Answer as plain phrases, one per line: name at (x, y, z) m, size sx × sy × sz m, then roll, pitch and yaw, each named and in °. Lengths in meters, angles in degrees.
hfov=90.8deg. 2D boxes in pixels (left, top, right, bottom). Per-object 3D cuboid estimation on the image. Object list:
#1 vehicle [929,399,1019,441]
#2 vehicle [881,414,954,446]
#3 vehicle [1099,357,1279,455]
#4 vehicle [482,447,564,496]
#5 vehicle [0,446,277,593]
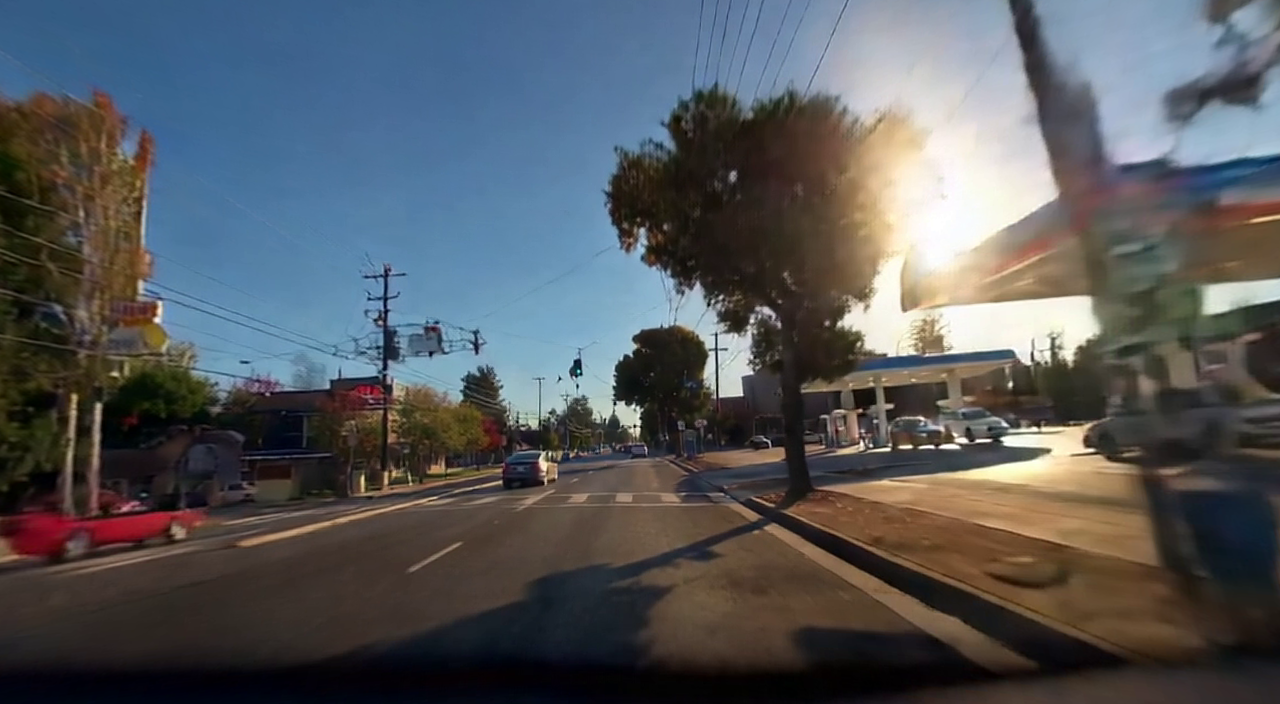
vehicle at (17.441, 3.664, 33.298) m, size 2.014 × 2.048 × 4.717 m, roll 0°, pitch -8°, yaw -1°
vehicle at (14.375, 4.105, 33.009) m, size 1.835 × 1.549 × 4.178 m, roll 0°, pitch -8°, yaw -1°
vehicle at (13.923, 1.269, 14.162) m, size 5.266 × 2.021 × 2.329 m, roll -1°, pitch -8°, yaw 4°
vehicle at (-3.836, 3.969, 21.483) m, size 1.943 × 1.455 × 4.414 m, roll 0°, pitch -8°, yaw 0°
vehicle at (-7.921, 2.369, 9.916) m, size 1.956 × 1.751 × 4.354 m, roll 0°, pitch -8°, yaw -2°
